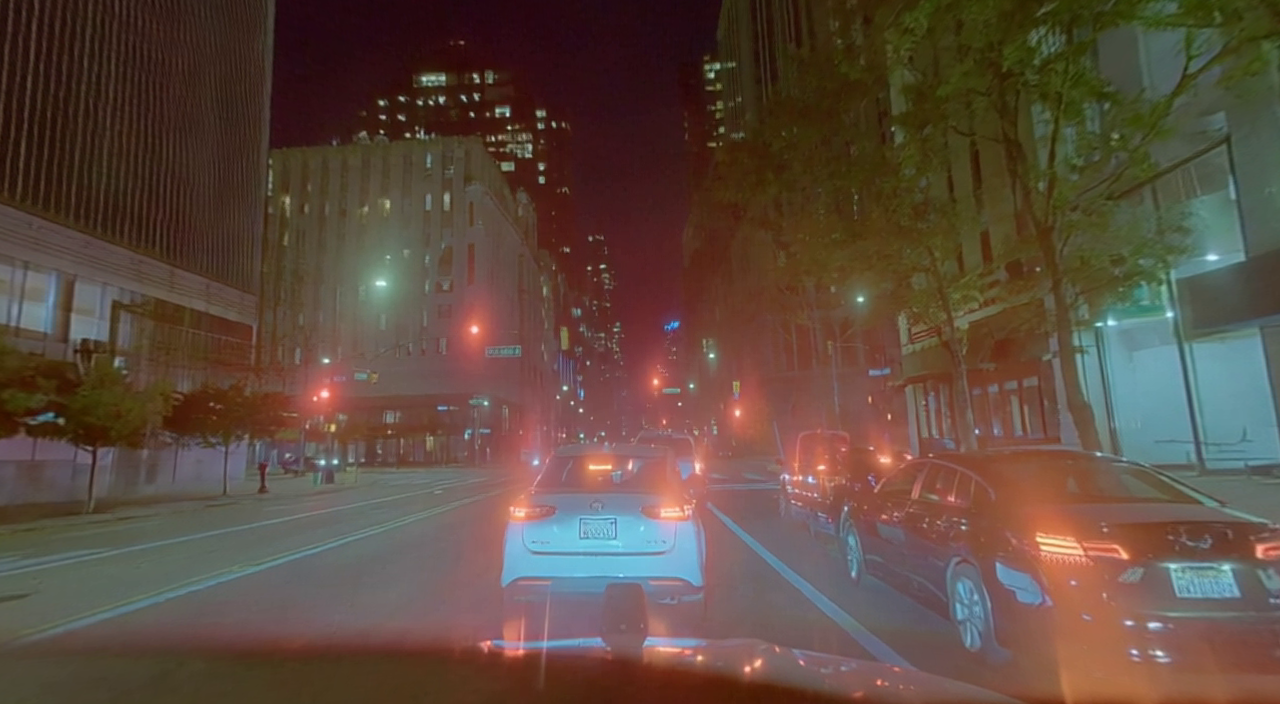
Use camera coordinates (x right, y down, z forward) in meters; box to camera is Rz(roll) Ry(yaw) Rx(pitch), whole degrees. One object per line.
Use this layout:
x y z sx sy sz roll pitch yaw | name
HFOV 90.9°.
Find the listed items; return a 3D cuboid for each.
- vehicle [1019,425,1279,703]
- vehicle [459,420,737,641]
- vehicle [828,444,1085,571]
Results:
3.180 0.837 1.106 2.006 1.496 4.767 0 -9 -1 | vehicle
-0.277 1.498 6.214 1.888 1.489 3.703 0 -8 0 | vehicle
4.540 2.234 10.024 1.912 1.505 4.618 -1 -8 3 | vehicle
